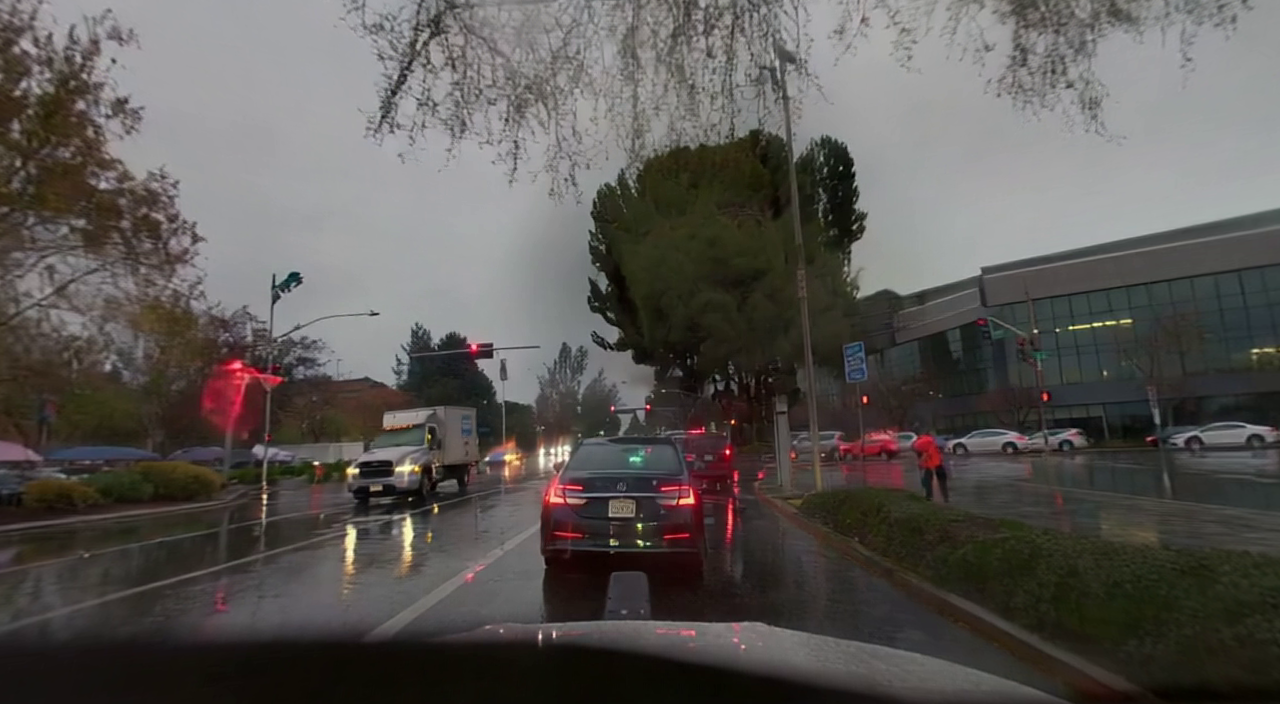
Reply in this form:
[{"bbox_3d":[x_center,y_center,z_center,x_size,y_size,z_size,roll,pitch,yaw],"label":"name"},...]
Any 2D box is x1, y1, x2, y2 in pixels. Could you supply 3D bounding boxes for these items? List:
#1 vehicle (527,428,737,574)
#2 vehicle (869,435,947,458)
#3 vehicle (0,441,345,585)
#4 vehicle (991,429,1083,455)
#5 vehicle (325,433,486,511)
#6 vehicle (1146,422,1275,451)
[{"bbox_3d":[-0.056,1.866,8.677,2.182,1.501,4.150,0,-9,1],"label":"vehicle"},{"bbox_3d":[17.549,6.195,41.111,4.441,1.452,1.798,-5,-10,30],"label":"vehicle"},{"bbox_3d":[-6.342,2.076,9.025,1.948,1.530,4.283,0,-9,3],"label":"vehicle"},{"bbox_3d":[23.785,5.435,37.759,4.454,1.440,1.816,-5,-10,30],"label":"vehicle"},{"bbox_3d":[-6.171,3.225,17.422,2.230,1.811,5.183,-1,-9,3],"label":"vehicle"},{"bbox_3d":[30.524,4.593,33.812,4.739,1.472,1.804,-5,-10,29],"label":"vehicle"}]
